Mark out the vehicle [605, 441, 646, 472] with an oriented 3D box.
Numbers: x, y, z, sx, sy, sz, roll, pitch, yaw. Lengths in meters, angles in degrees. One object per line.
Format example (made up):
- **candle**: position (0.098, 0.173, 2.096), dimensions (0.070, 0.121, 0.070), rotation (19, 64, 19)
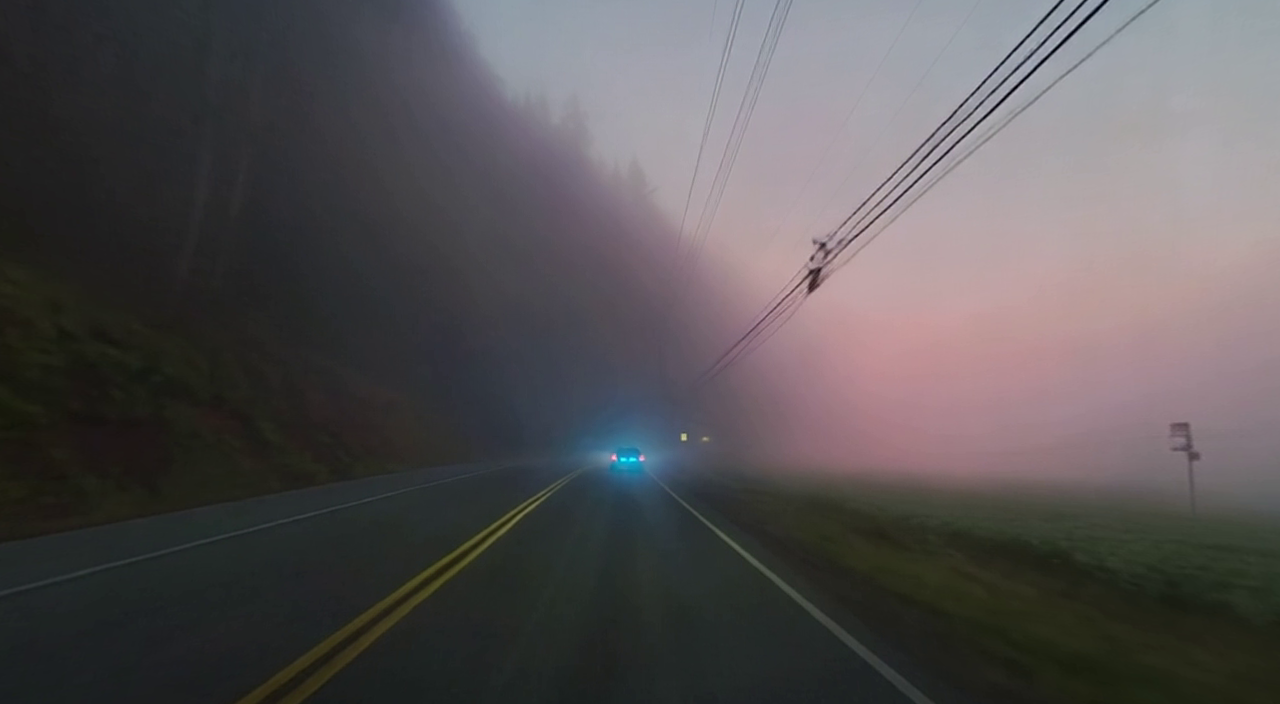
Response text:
- **vehicle**: position (-0.759, 5.638, 34.290), dimensions (2.059, 1.524, 3.963), rotation (1, -9, 0)
